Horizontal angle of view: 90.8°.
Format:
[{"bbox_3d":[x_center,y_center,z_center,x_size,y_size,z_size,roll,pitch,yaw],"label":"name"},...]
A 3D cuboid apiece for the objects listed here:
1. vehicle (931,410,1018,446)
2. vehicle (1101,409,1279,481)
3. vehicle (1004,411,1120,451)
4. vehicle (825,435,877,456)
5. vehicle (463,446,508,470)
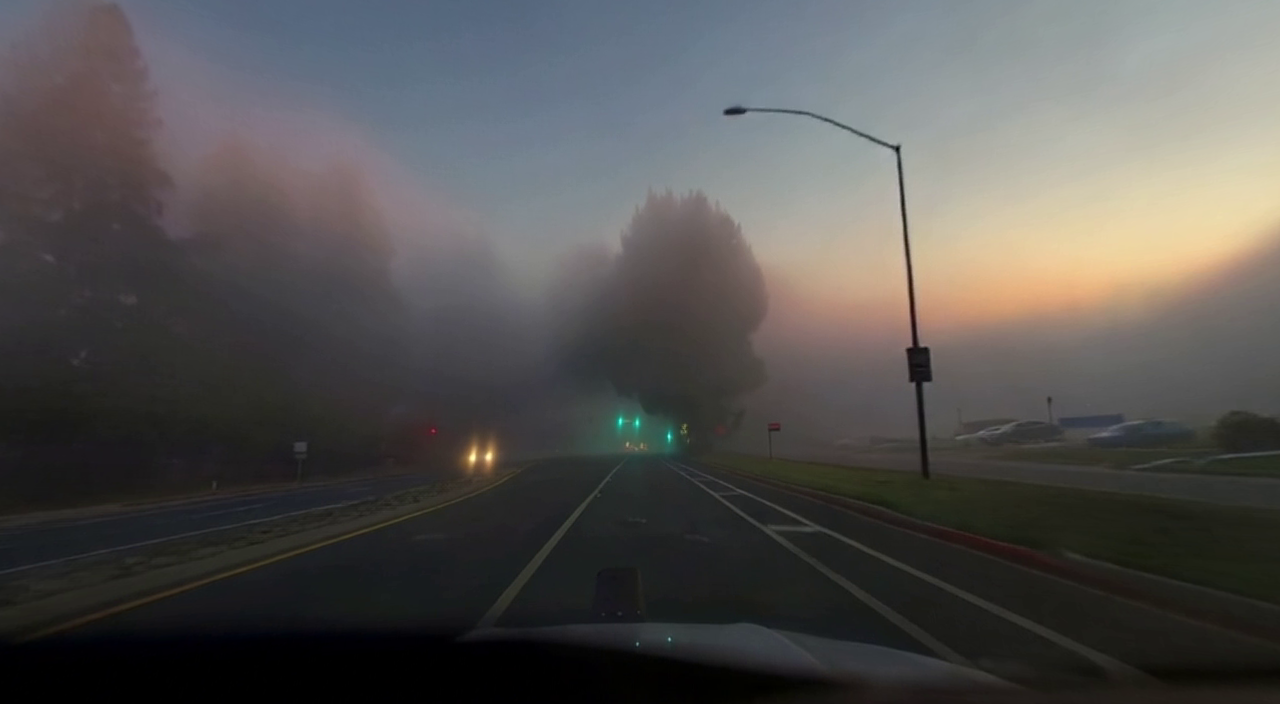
[{"bbox_3d":[22.613,5.169,42.823,4.512,1.837,2.059,-6,-8,-2],"label":"vehicle"},{"bbox_3d":[15.594,2.528,17.288,2.106,1.670,5.008,0,-8,0],"label":"vehicle"},{"bbox_3d":[22.270,4.213,33.457,4.579,1.710,2.020,-4,-8,-2],"label":"vehicle"},{"bbox_3d":[15.421,6.893,46.501,1.882,1.446,4.741,0,-8,-4],"label":"vehicle"},{"bbox_3d":[-11.139,7.617,45.807,1.999,1.618,4.217,-1,-8,4],"label":"vehicle"}]
